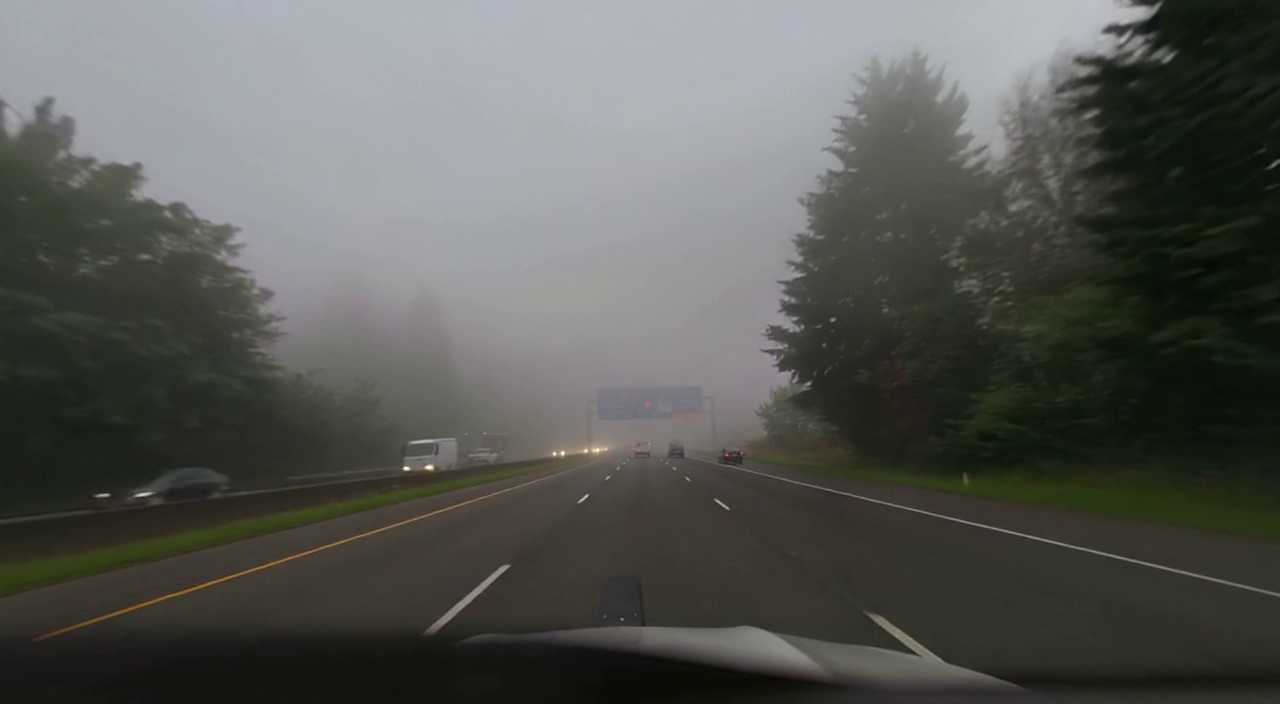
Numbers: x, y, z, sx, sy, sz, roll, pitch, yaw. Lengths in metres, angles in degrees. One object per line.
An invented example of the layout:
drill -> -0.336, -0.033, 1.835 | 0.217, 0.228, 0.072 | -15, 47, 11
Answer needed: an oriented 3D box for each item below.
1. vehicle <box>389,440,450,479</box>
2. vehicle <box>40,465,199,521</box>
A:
vehicle -> -15.461, 7.533, 44.509 | 2.281, 2.519, 5.502 | 0, -9, 0
vehicle -> -19.071, 5.146, 23.433 | 1.989, 1.749, 4.483 | 0, -9, 1
